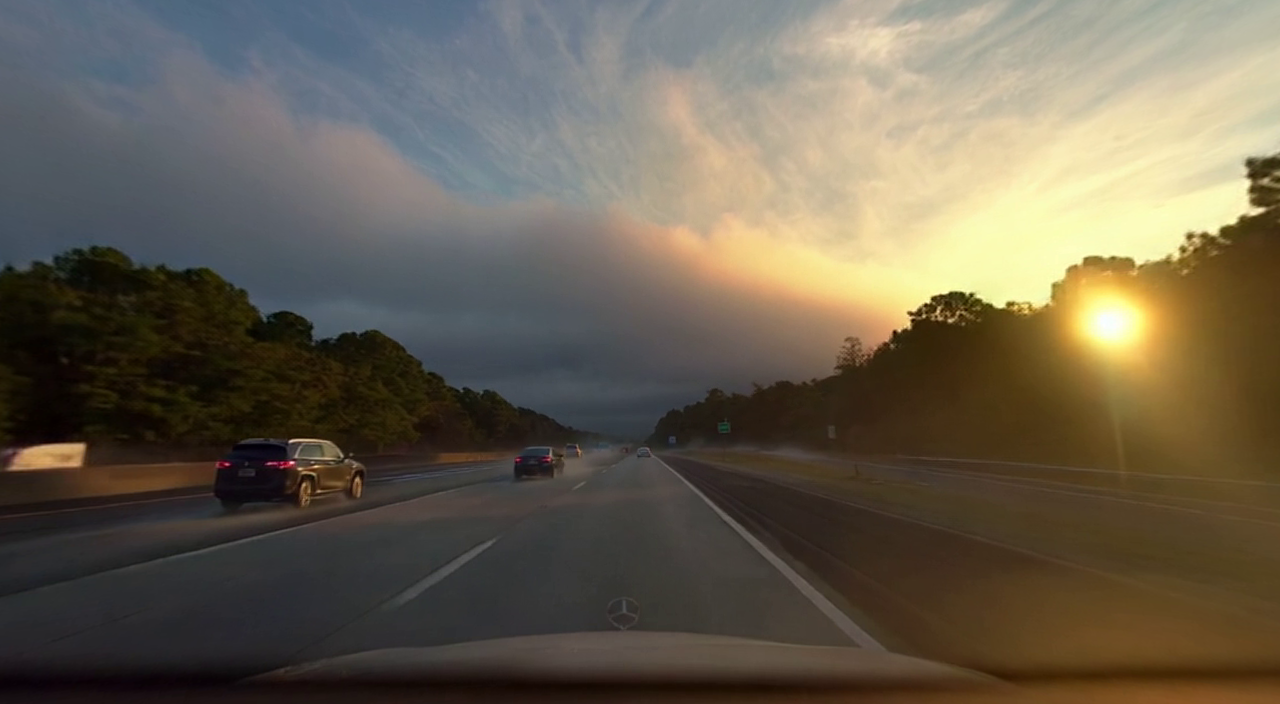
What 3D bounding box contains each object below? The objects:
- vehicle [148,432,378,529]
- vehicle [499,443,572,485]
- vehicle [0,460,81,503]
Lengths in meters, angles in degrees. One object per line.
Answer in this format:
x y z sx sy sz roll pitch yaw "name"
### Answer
-7.268 2.492 12.786 2.007 1.616 4.141 0 -9 1 "vehicle"
-4.127 4.529 25.781 2.104 1.558 4.639 0 -9 1 "vehicle"
-35.679 7.274 35.586 2.397 2.184 6.189 0 -9 1 "vehicle"
